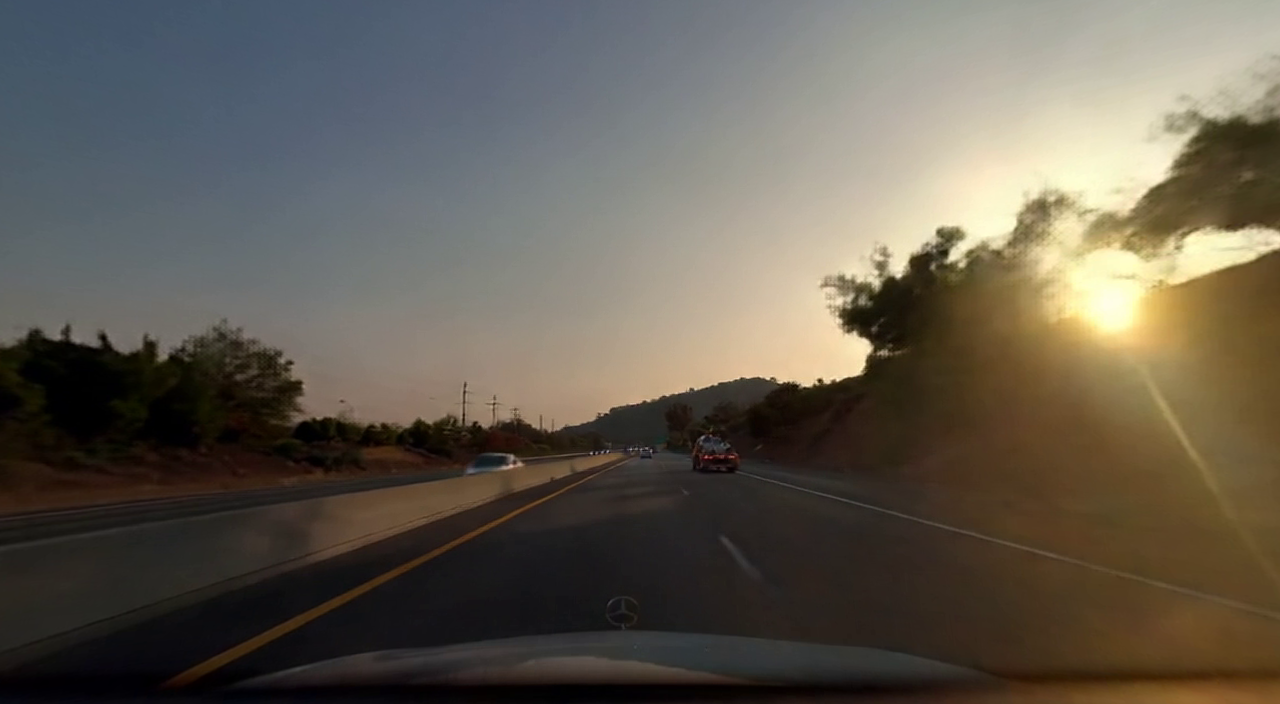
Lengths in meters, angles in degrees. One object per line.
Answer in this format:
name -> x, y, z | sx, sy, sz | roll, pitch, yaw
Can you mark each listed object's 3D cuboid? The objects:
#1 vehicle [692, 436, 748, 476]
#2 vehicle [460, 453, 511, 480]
vehicle -> 4.345, 5.793, 35.315 | 2.309, 2.003, 5.139 | 0, -9, -2
vehicle -> -9.330, 6.926, 38.519 | 1.898, 1.480, 4.694 | 0, -9, 0
